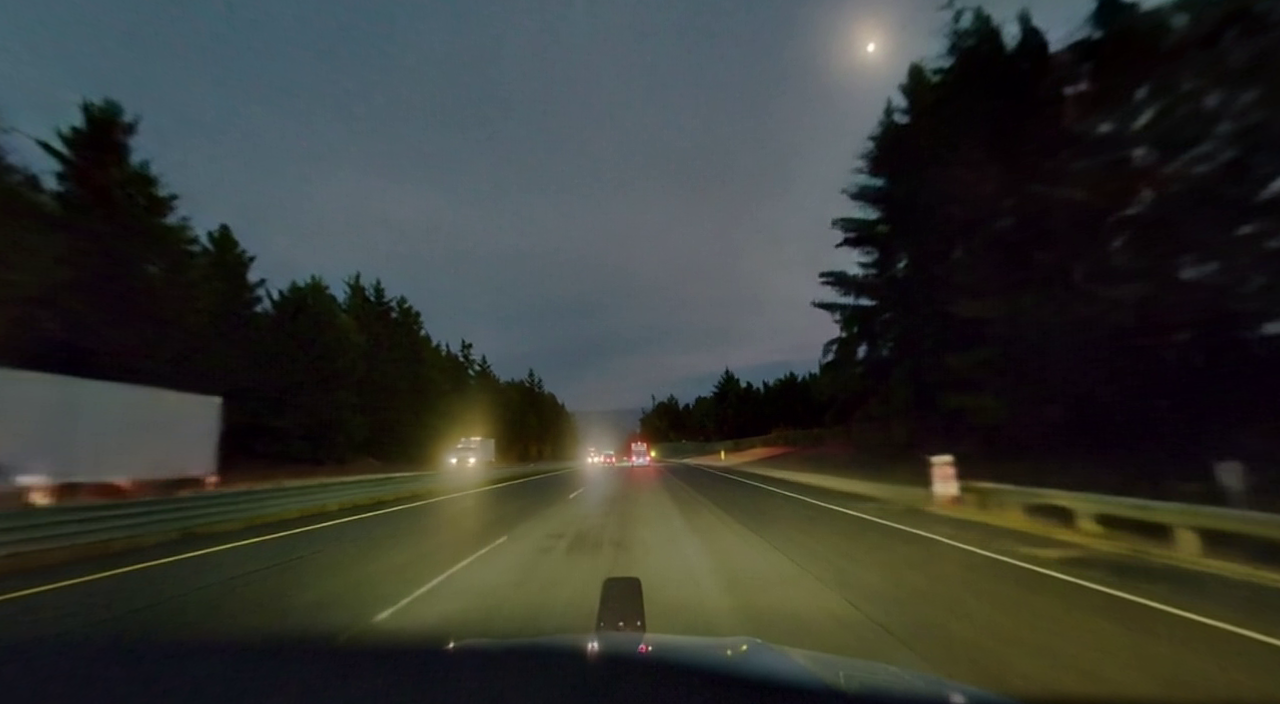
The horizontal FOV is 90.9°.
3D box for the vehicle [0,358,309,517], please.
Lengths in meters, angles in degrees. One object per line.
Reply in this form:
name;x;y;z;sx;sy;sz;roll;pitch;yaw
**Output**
vehicle;-16.914;3.098;21.698;2.842;3.828;14.939;-1;-9;0
